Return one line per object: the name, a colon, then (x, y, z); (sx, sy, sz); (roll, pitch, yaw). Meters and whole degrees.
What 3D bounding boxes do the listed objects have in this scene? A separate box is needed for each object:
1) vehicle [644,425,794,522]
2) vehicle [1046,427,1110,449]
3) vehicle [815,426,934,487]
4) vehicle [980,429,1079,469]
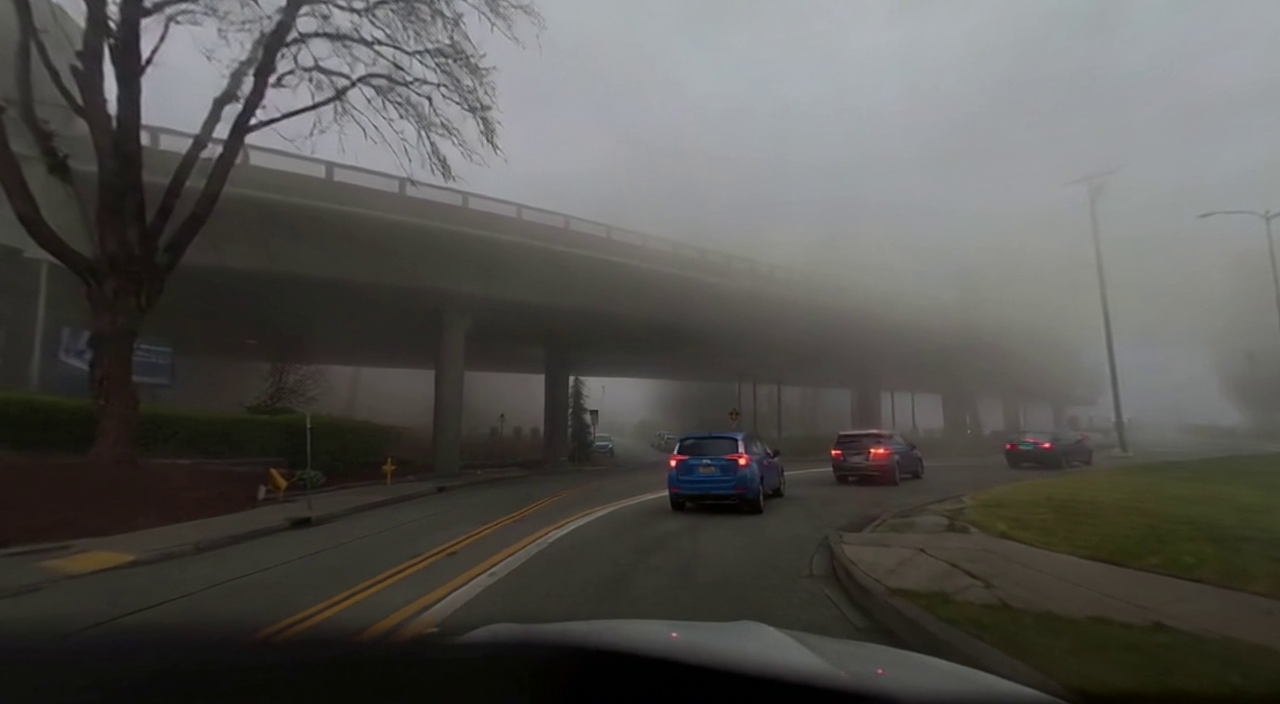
vehicle: (1.821, 2.390, 12.995); (2.087, 1.578, 4.652); (-3, -9, 19)
vehicle: (33.729, 6.667, 48.626); (4.444, 1.611, 1.901); (4, -9, -25)
vehicle: (8.312, 3.598, 22.161); (2.241, 1.885, 4.771); (-6, -10, 41)
vehicle: (18.775, 4.662, 30.438); (4.310, 1.762, 1.995); (4, -10, -27)
